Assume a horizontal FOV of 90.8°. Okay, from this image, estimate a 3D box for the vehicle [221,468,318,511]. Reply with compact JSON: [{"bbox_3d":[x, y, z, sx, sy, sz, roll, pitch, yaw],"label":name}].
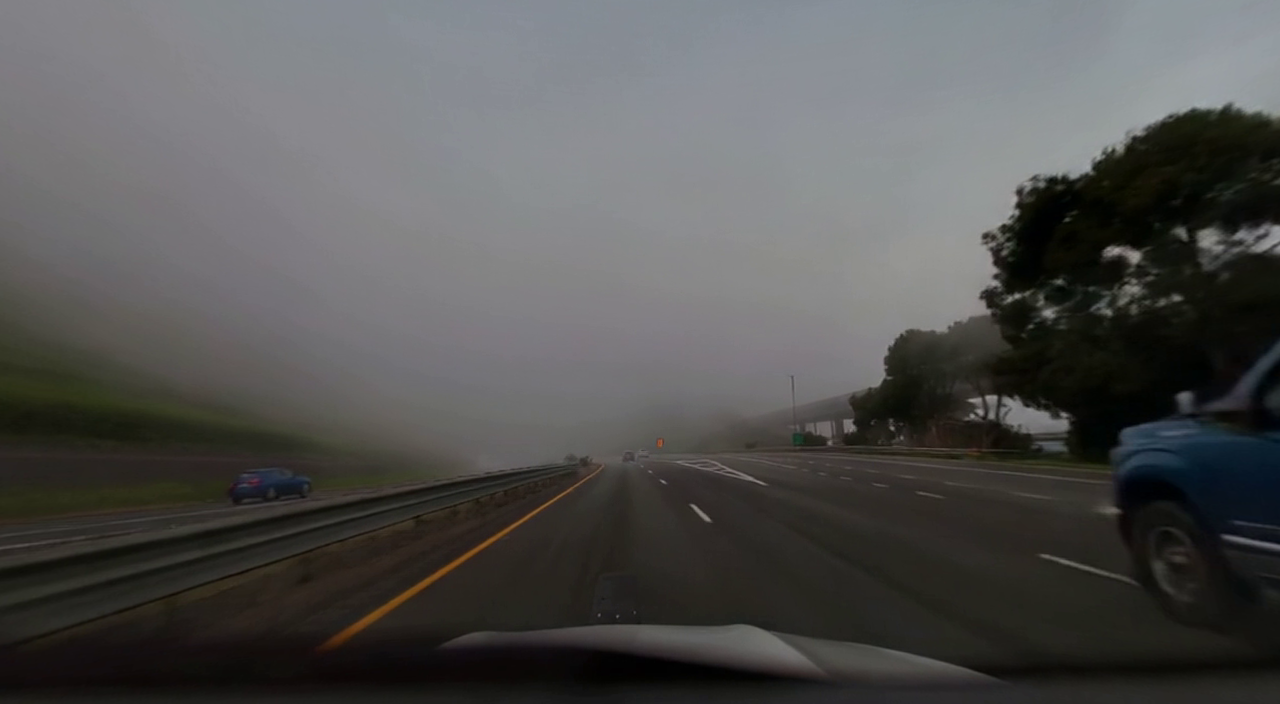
[{"bbox_3d":[-22.196,8.208,38.249,2.573,1.976,5.651,-5,-9,-1],"label":"vehicle"}]
